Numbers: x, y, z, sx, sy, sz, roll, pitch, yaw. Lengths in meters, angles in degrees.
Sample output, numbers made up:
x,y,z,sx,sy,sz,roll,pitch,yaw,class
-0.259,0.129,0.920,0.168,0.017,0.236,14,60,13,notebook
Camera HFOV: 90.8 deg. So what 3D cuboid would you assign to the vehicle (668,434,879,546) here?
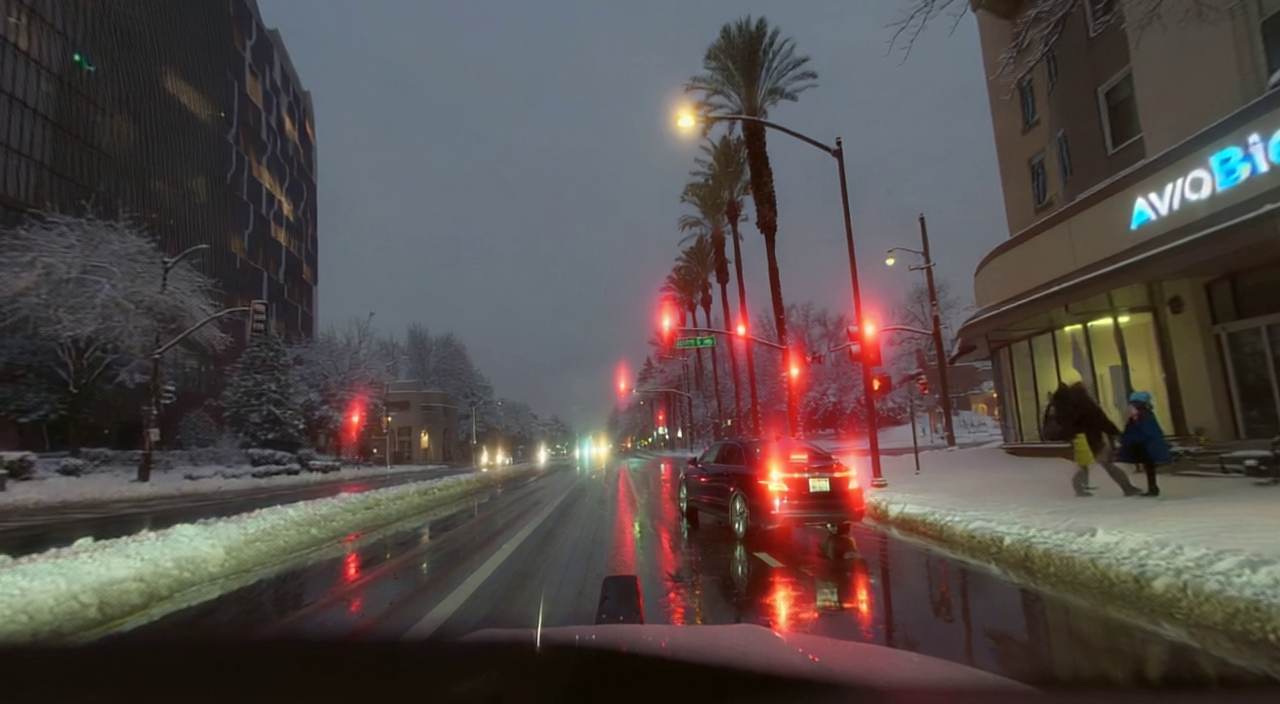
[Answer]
x,y,z,sx,sy,sz,roll,pitch,yaw,class
1.921,2.186,10.873,2.090,1.466,4.676,1,-8,-7,vehicle
